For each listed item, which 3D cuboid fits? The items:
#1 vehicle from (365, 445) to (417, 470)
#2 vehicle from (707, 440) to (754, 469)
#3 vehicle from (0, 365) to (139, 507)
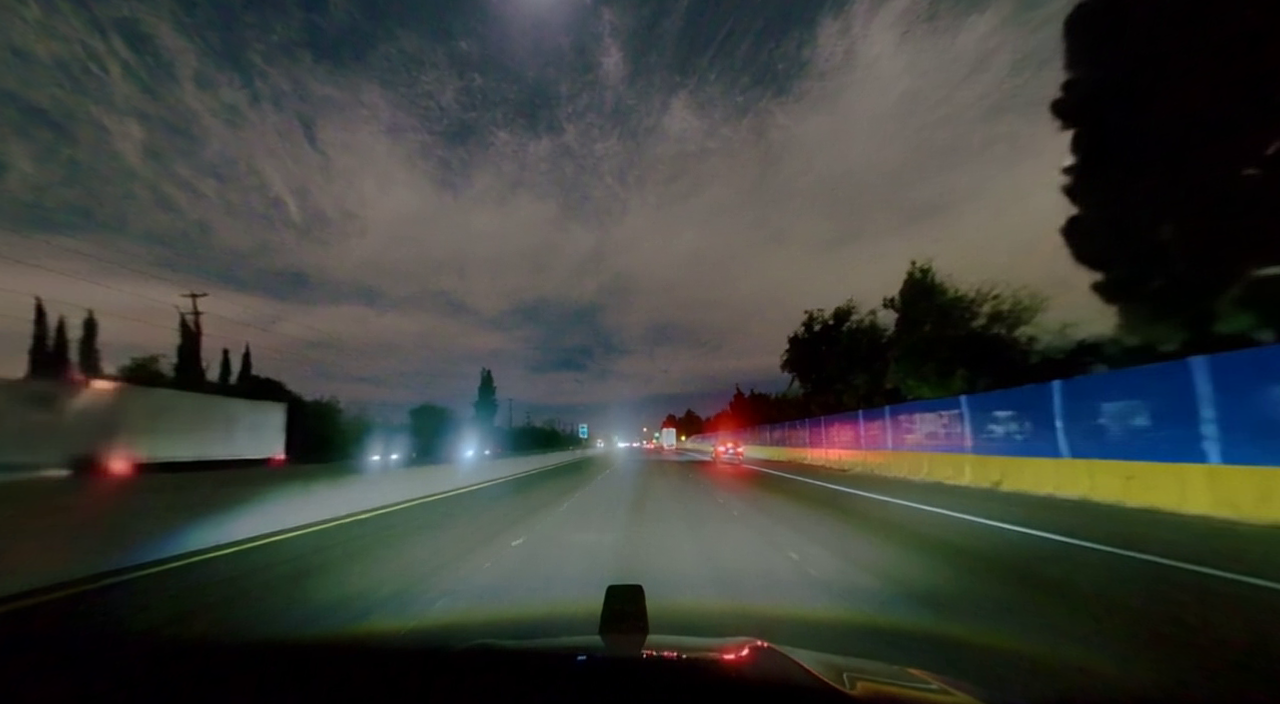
[{"bbox_3d":[-18.841,7.949,47.752,2.011,1.816,4.516,0,-8,1],"label":"vehicle"},{"bbox_3d":[4.952,5.637,34.872,1.991,1.494,3.951,0,-8,0],"label":"vehicle"},{"bbox_3d":[-19.112,2.547,18.848,2.965,3.866,6.042,0,-8,0],"label":"vehicle"}]
